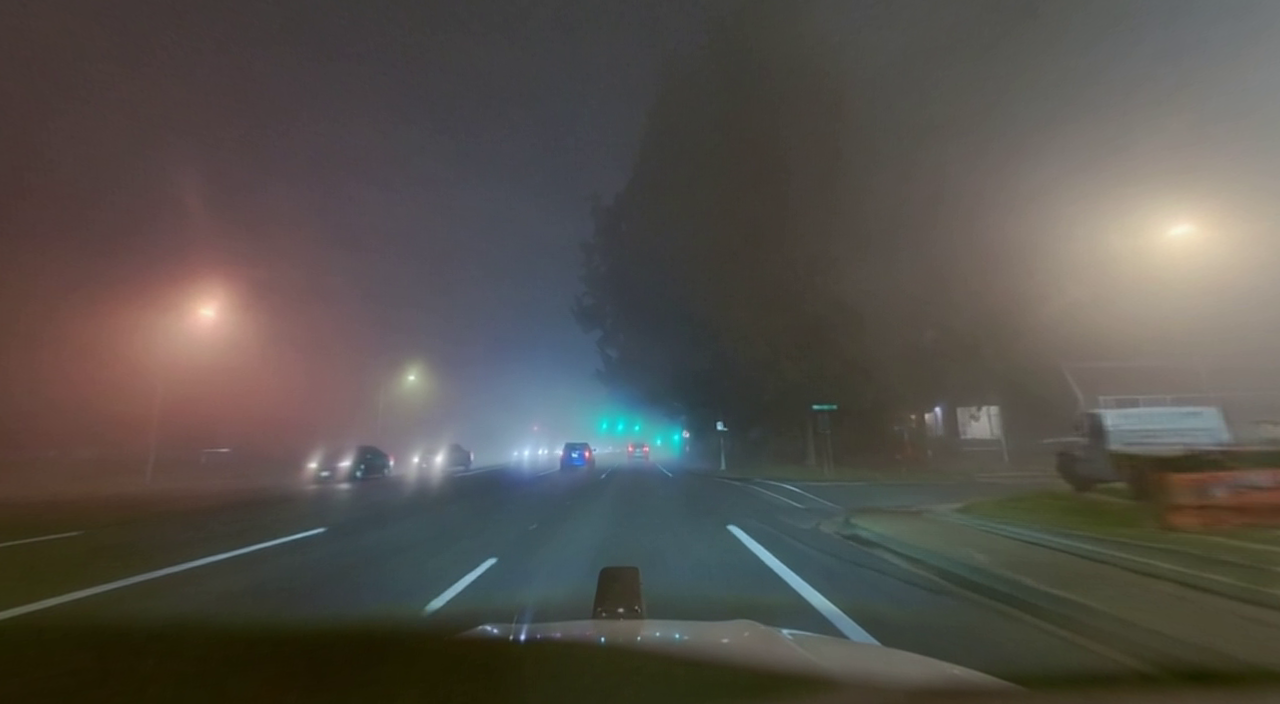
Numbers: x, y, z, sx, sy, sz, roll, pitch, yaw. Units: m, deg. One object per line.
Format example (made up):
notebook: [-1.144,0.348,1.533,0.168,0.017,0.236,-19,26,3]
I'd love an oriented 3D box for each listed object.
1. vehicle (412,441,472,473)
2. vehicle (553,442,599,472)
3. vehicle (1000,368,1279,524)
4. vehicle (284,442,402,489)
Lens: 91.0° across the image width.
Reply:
vehicle: [-11.210,5.978,35.982,2.014,1.674,4.337,0,-9,-1]
vehicle: [-3.822,6.363,38.337,2.198,1.663,4.519,0,-9,2]
vehicle: [9.061,1.626,10.942,2.352,1.991,5.862,0,-9,3]
vehicle: [-10.629,4.083,23.022,2.009,1.541,4.753,0,-9,-1]
